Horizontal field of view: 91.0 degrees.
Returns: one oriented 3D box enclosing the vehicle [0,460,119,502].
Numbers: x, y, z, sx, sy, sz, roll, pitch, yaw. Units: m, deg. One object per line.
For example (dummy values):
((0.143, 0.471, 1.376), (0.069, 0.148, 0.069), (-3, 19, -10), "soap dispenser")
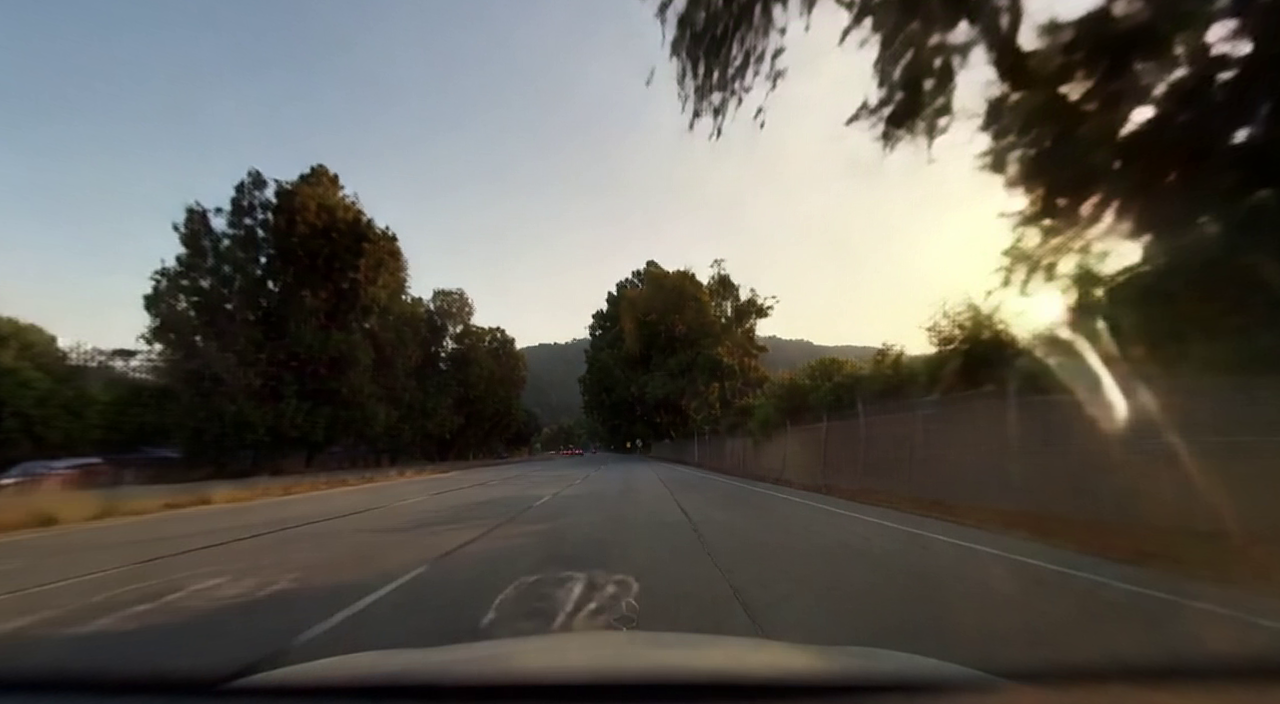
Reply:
((-24.230, 5.210, 25.797), (1.914, 1.500, 4.462), (-1, -9, 0), "vehicle")
